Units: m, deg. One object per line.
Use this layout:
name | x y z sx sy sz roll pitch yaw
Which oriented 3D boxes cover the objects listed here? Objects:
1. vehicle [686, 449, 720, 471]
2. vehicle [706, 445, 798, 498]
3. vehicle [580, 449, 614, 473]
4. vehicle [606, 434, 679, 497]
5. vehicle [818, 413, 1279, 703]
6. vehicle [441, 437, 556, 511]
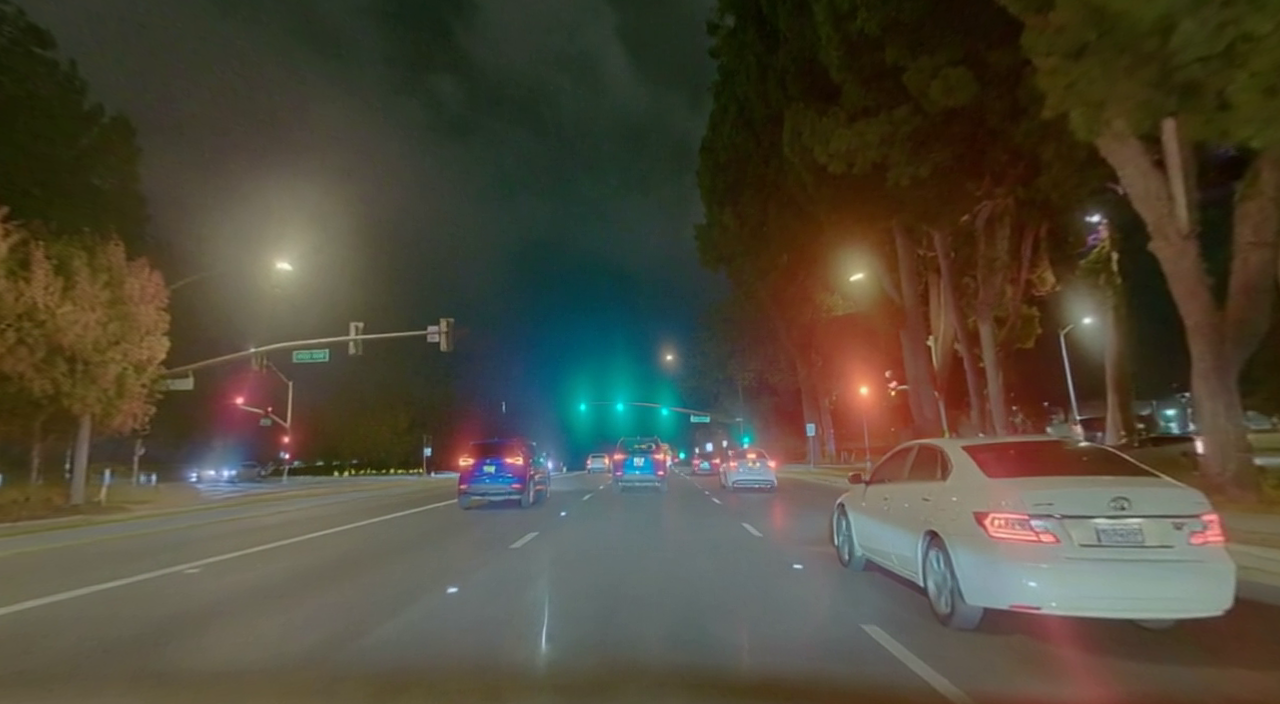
vehicle | 4.373 7.579 44.471 1.996 1.443 4.270 0 -8 0
vehicle | 3.476 3.807 20.597 2.036 1.480 4.659 0 -8 -2
vehicle | -2.785 7.225 42.108 1.897 1.479 4.204 0 -8 1
vehicle | 0.083 3.666 20.821 2.132 1.816 4.471 0 -8 0
vehicle | 3.110 1.364 5.200 1.976 1.491 4.427 0 -8 0
vehicle | -3.588 3.164 16.894 2.039 1.709 4.265 0 -8 1
